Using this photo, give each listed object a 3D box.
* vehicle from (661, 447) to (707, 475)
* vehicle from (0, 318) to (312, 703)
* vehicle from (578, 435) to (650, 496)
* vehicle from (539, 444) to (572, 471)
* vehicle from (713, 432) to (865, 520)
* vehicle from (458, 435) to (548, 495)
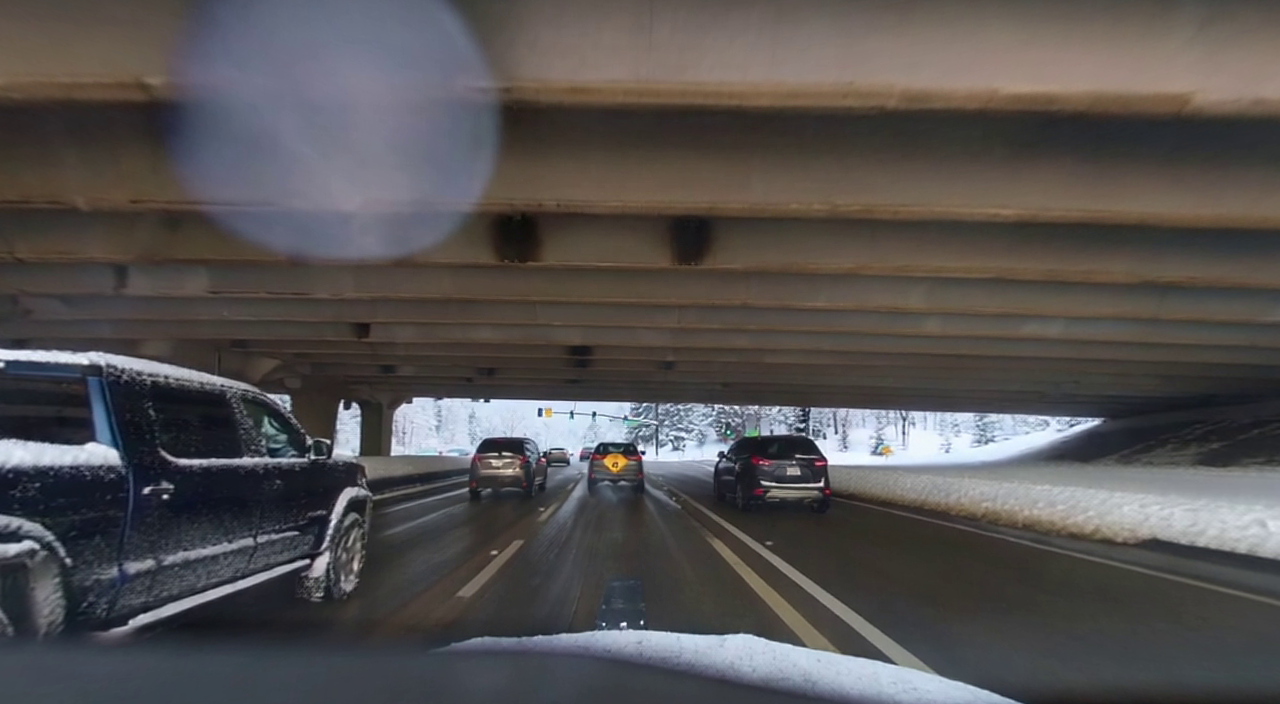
[{"bbox_3d":[2.444,6.193,36.099,2.026,1.457,3.969,1,-8,-5],"label":"vehicle"},{"bbox_3d":[-3.677,0.789,2.704,2.074,1.814,4.596,0,-8,-1],"label":"vehicle"},{"bbox_3d":[-0.818,3.557,20.120,2.097,1.748,3.794,0,-8,-2],"label":"vehicle"},{"bbox_3d":[-5.325,6.691,40.085,1.829,1.614,3.611,1,-8,-4],"label":"vehicle"},{"bbox_3d":[3.292,2.871,15.300,2.234,1.720,5.378,0,-8,-2],"label":"vehicle"},{"bbox_3d":[-4.255,3.578,20.313,2.127,1.720,4.064,0,-8,-2],"label":"vehicle"}]
